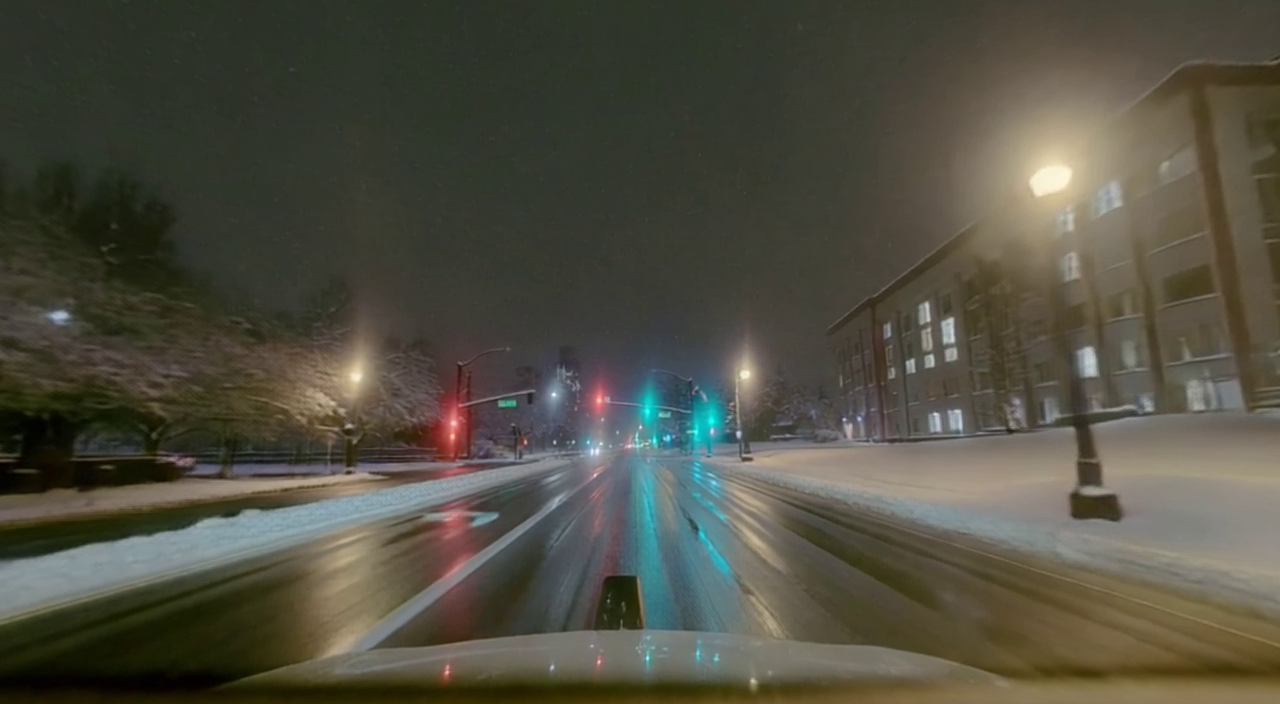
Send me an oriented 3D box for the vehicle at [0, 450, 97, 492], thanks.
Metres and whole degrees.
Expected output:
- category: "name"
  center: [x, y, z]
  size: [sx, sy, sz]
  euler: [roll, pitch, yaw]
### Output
- category: "vehicle"
  center: [-24.402, 4.624, 24.756]
  size: [4.281, 1.515, 2.026]
  euler: [0, -8, -1]
